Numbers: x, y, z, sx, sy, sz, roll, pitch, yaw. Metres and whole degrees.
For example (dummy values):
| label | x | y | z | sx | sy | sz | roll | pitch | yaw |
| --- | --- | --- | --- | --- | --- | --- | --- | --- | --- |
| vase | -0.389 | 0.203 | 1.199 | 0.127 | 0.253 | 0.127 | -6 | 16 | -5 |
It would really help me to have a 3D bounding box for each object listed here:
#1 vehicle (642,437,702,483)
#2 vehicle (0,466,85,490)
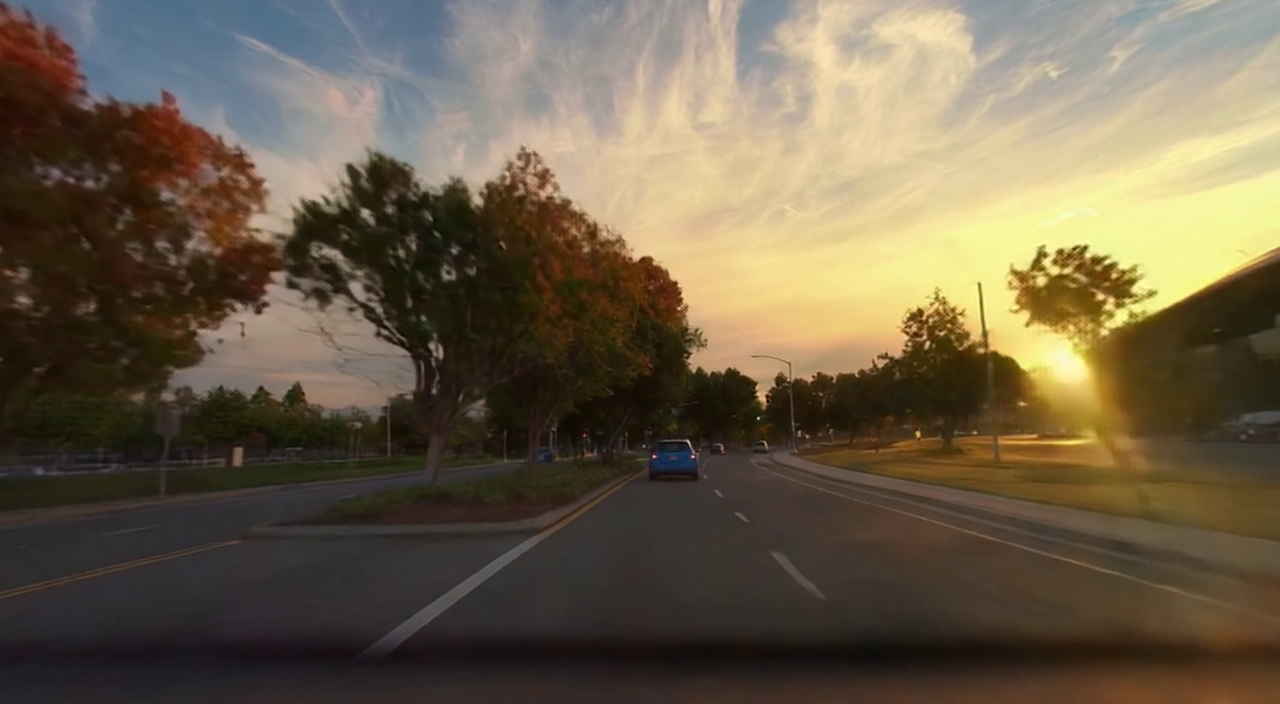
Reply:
| label | x | y | z | sx | sy | sz | roll | pitch | yaw |
| --- | --- | --- | --- | --- | --- | --- | --- | --- | --- |
| vehicle | 1.201 | 3.925 | 23.251 | 2.010 | 1.535 | 3.735 | -1 | -8 | 4 |
| vehicle | -38.576 | 8.064 | 40.409 | 4.365 | 1.430 | 1.898 | -1 | -8 | 4 |
